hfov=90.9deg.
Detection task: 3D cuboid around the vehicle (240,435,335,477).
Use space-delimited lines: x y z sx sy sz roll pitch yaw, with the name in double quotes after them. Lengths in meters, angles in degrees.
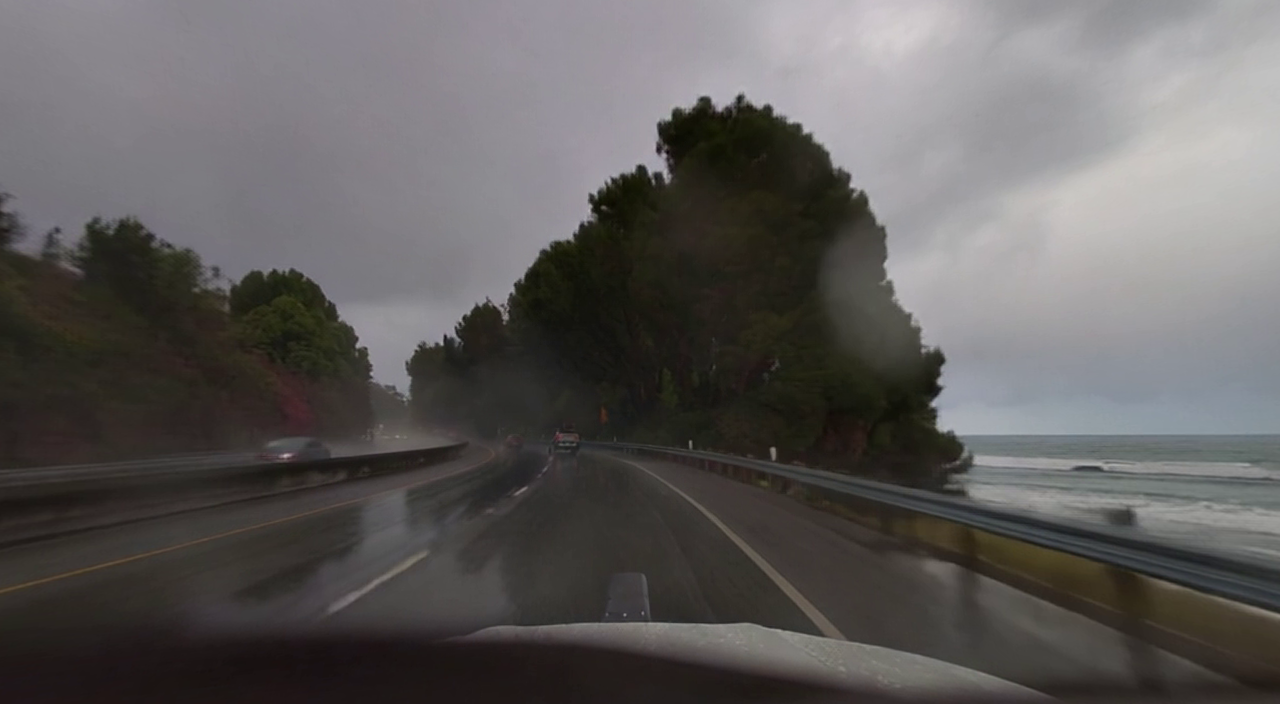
-16.109 4.762 29.145 2.224 1.712 4.380 0 -8 -7 "vehicle"
